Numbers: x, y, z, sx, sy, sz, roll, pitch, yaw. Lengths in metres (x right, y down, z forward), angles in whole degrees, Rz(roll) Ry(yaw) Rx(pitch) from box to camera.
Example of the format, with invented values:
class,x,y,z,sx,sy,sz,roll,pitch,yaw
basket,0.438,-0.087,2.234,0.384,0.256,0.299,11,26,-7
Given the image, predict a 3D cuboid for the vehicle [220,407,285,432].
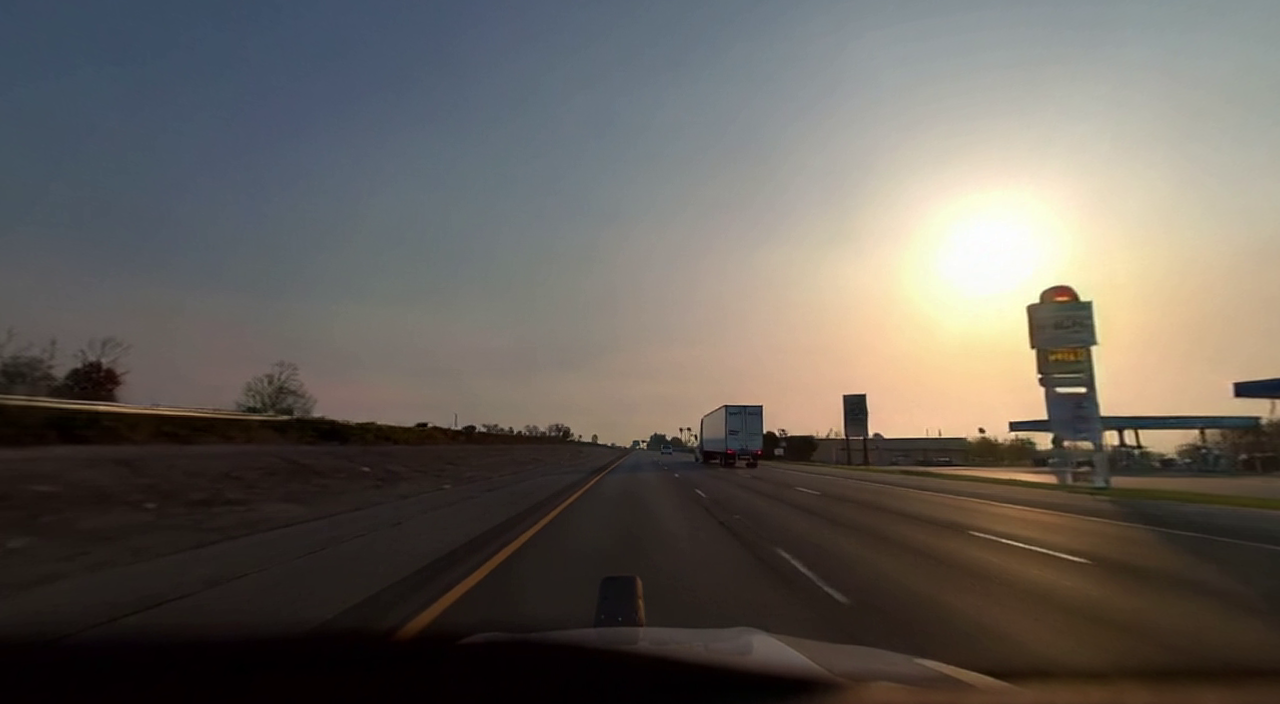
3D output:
class,x,y,z,sx,sy,sz,roll,pitch,yaw
vehicle,-24.589,4.323,40.205,1.731,1.451,3.701,0,-8,0
